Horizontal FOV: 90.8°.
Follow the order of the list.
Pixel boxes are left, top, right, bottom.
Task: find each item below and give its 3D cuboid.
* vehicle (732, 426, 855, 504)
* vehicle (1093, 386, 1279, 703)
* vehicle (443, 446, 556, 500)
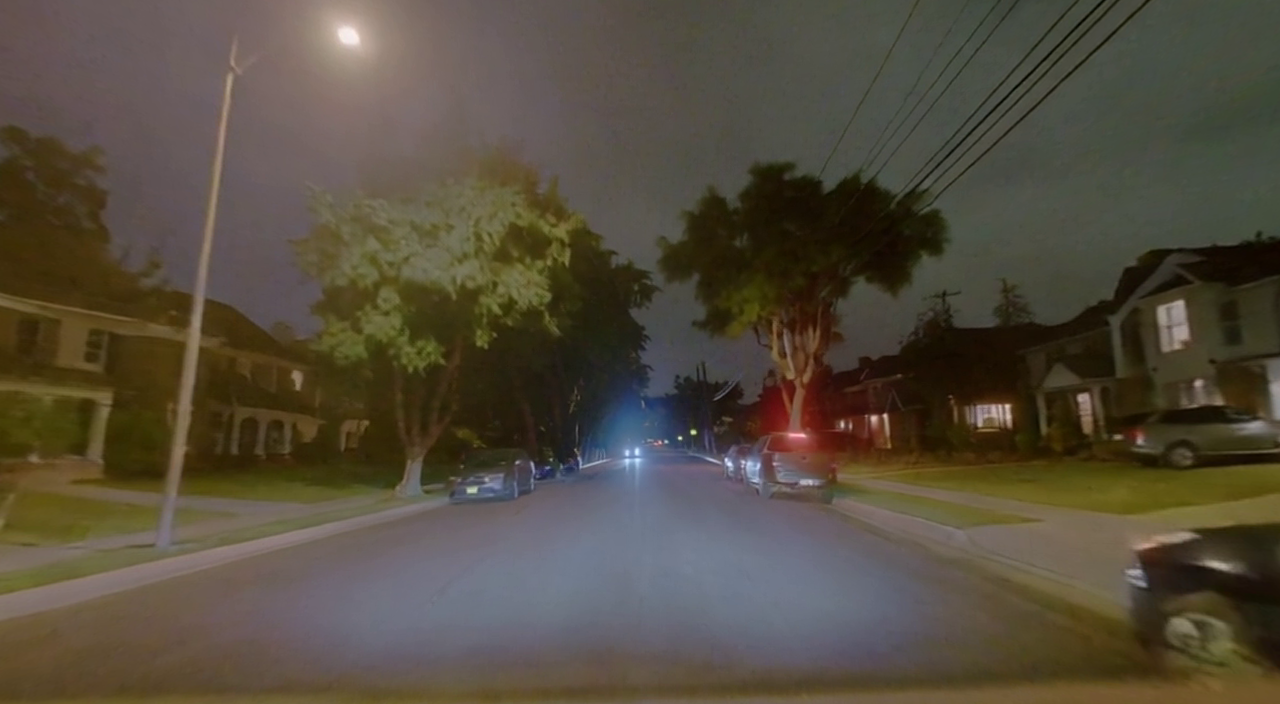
[{"bbox_3d":[4.270,3.254,18.770,2.350,1.912,5.696,0,-8,1],"label":"vehicle"},{"bbox_3d":[3.644,0.783,1.309,2.079,1.651,4.783,0,-8,4],"label":"vehicle"},{"bbox_3d":[-4.113,3.657,19.349,2.234,1.377,4.413,-2,-10,3],"label":"vehicle"}]
